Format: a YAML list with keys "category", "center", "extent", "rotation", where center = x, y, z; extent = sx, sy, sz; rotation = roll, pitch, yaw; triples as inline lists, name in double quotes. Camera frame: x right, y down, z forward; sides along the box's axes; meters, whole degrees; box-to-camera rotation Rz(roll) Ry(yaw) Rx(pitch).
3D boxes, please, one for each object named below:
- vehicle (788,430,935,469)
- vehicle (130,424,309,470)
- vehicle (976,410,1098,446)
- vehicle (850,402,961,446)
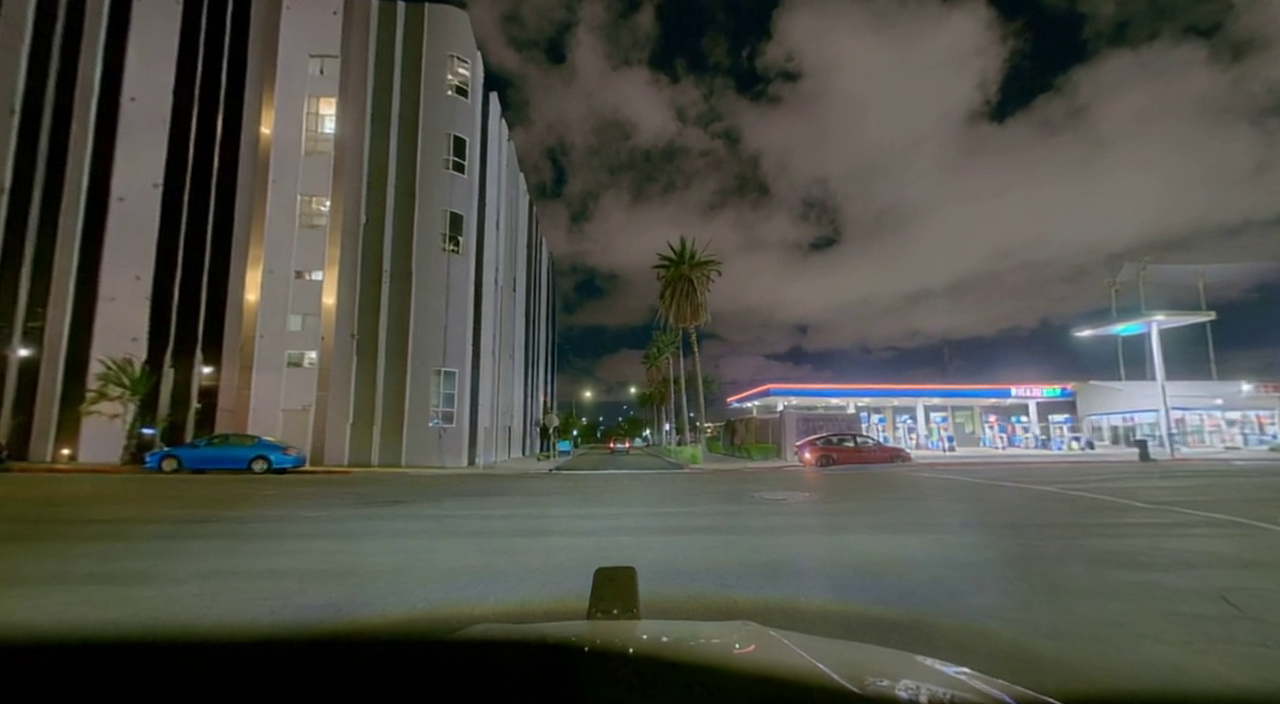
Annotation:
- category: "vehicle"
  center: [8.160, 3.640, 23.506]
  extent: [4.782, 1.371, 1.763]
  rotation: [1, -9, -6]
- category: "vehicle"
  center: [-14.364, 3.284, 21.787]
  extent: [4.857, 1.497, 1.811]
  rotation: [0, -9, 0]
- category: "vehicle"
  center: [27.687, 5.295, 44.248]
  extent: [7.026, 2.329, 2.545]
  rotation: [1, -6, -5]
- category: "vehicle"
  center: [15.627, 4.254, 37.385]
  extent: [5.524, 2.504, 2.196]
  rotation: [0, -7, -4]
